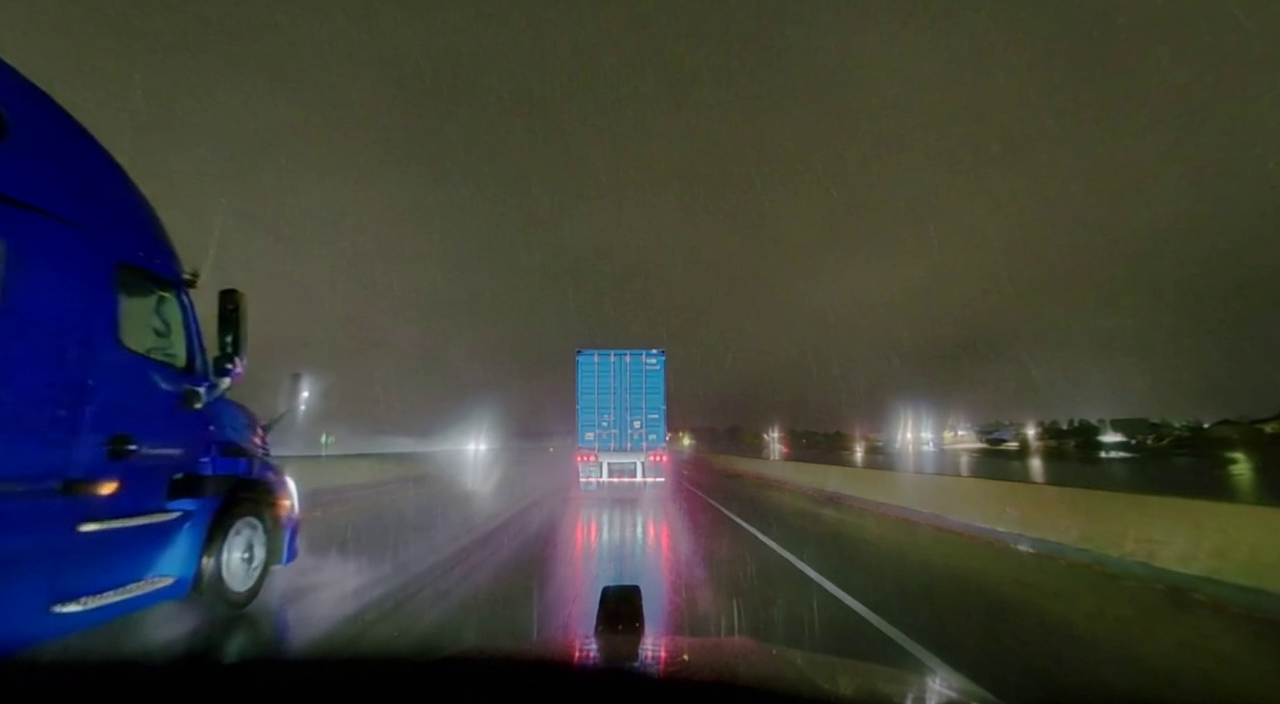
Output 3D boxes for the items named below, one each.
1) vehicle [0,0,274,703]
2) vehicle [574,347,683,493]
[{"bbox_3d":[-4.117,-0.250,1.017,3.418,3.652,5.690,0,-9,1],"label":"vehicle"},{"bbox_3d":[-0.311,2.671,22.884,2.942,4.003,11.297,0,-9,0],"label":"vehicle"}]
